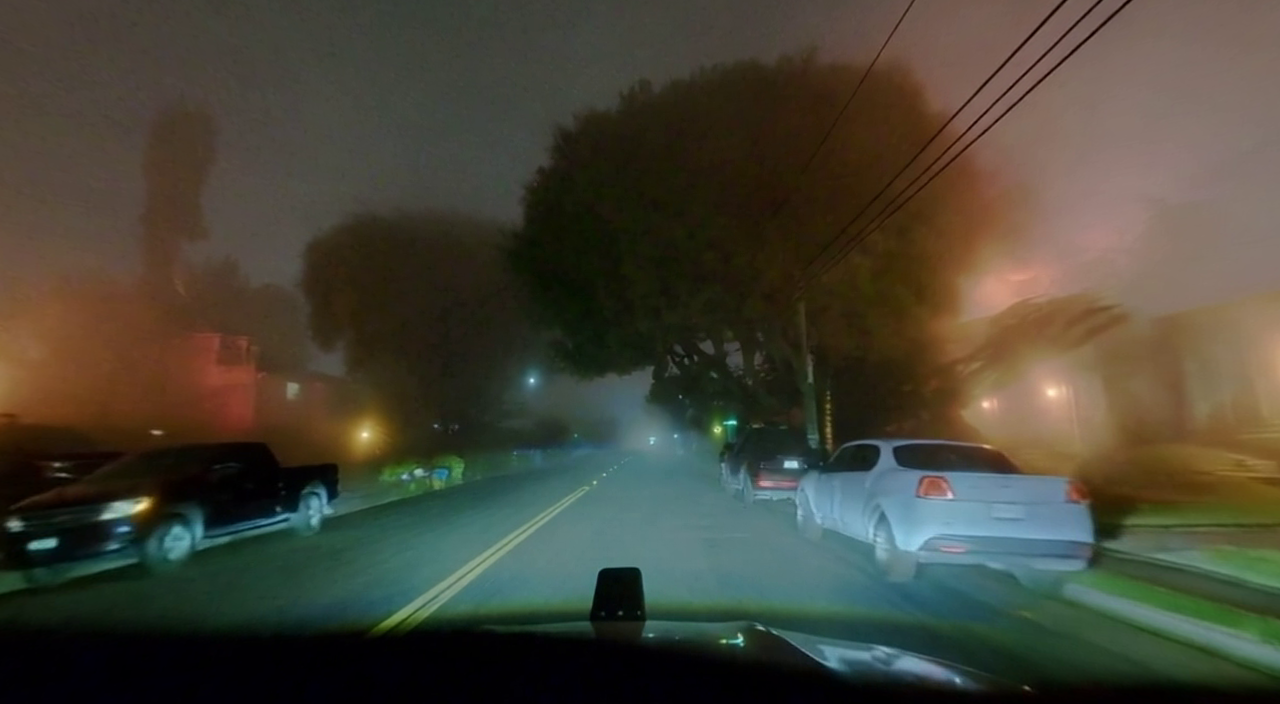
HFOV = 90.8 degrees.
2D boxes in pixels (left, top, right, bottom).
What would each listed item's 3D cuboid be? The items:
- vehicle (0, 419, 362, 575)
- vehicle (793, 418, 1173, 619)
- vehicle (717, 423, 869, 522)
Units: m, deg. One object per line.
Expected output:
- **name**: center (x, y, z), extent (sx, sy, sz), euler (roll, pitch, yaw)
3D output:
- **vehicle**: center (-6.922, 2.202, 10.416), extent (2.266, 1.877, 5.167), euler (-1, -9, 1)
- **vehicle**: center (3.344, 1.683, 7.472), extent (1.896, 1.602, 4.571), euler (0, -8, 0)
- **vehicle**: center (3.032, 2.509, 13.769), extent (2.056, 1.741, 4.810), euler (0, -8, -1)
